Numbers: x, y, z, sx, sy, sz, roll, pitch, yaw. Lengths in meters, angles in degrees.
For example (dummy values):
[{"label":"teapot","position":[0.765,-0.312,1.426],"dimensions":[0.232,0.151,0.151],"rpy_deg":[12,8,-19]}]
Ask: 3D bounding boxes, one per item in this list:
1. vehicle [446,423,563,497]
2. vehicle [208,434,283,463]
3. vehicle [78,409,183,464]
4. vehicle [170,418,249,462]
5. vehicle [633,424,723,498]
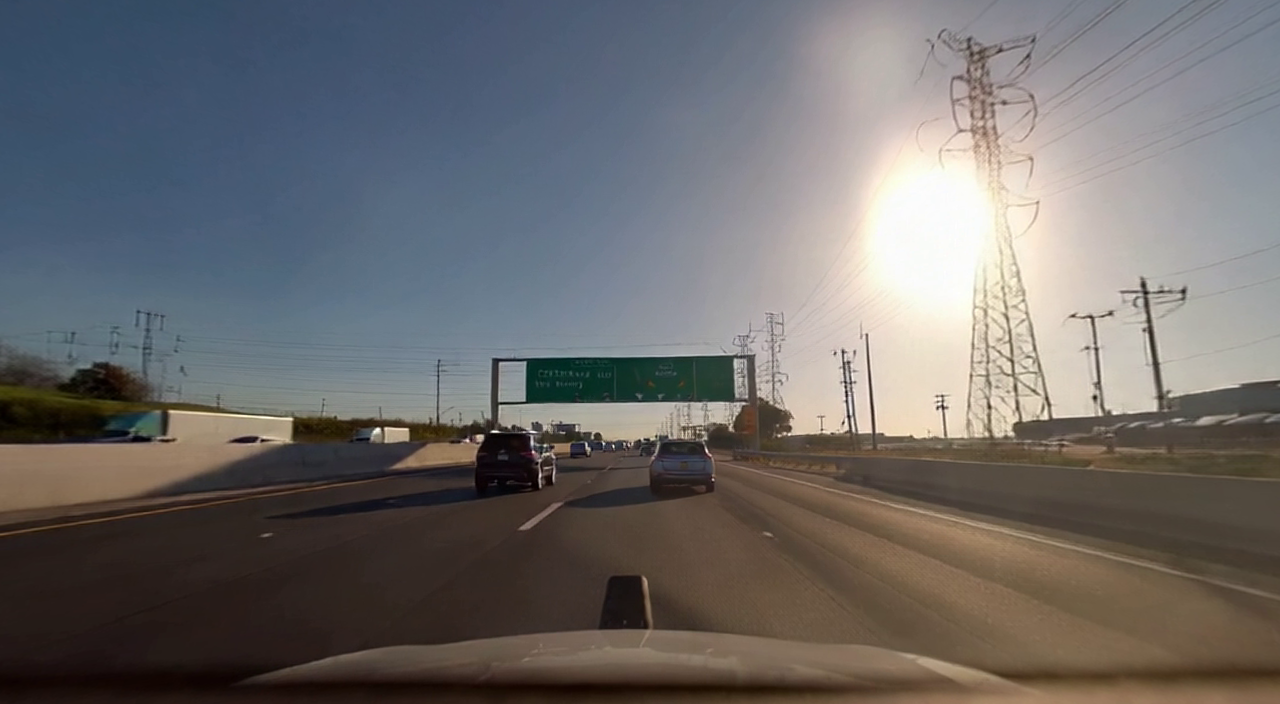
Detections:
[{"label":"vehicle","position":[-3.540,2.922,17.445],"dimensions":[2.125,1.764,4.393],"rpy_deg":[0,-8,1]},{"label":"vehicle","position":[-22.993,5.638,36.936],"dimensions":[1.964,1.561,3.688],"rpy_deg":[0,-8,1]},{"label":"vehicle","position":[-35.688,5.951,44.413],"dimensions":[3.285,3.567,4.773],"rpy_deg":[-1,-8,-1]},{"label":"vehicle","position":[-31.894,6.555,46.917],"dimensions":[2.867,3.154,4.023],"rpy_deg":[0,-8,-1]},{"label":"vehicle","position":[0.941,2.883,16.973],"dimensions":[2.134,1.733,4.049],"rpy_deg":[0,-8,1]}]
